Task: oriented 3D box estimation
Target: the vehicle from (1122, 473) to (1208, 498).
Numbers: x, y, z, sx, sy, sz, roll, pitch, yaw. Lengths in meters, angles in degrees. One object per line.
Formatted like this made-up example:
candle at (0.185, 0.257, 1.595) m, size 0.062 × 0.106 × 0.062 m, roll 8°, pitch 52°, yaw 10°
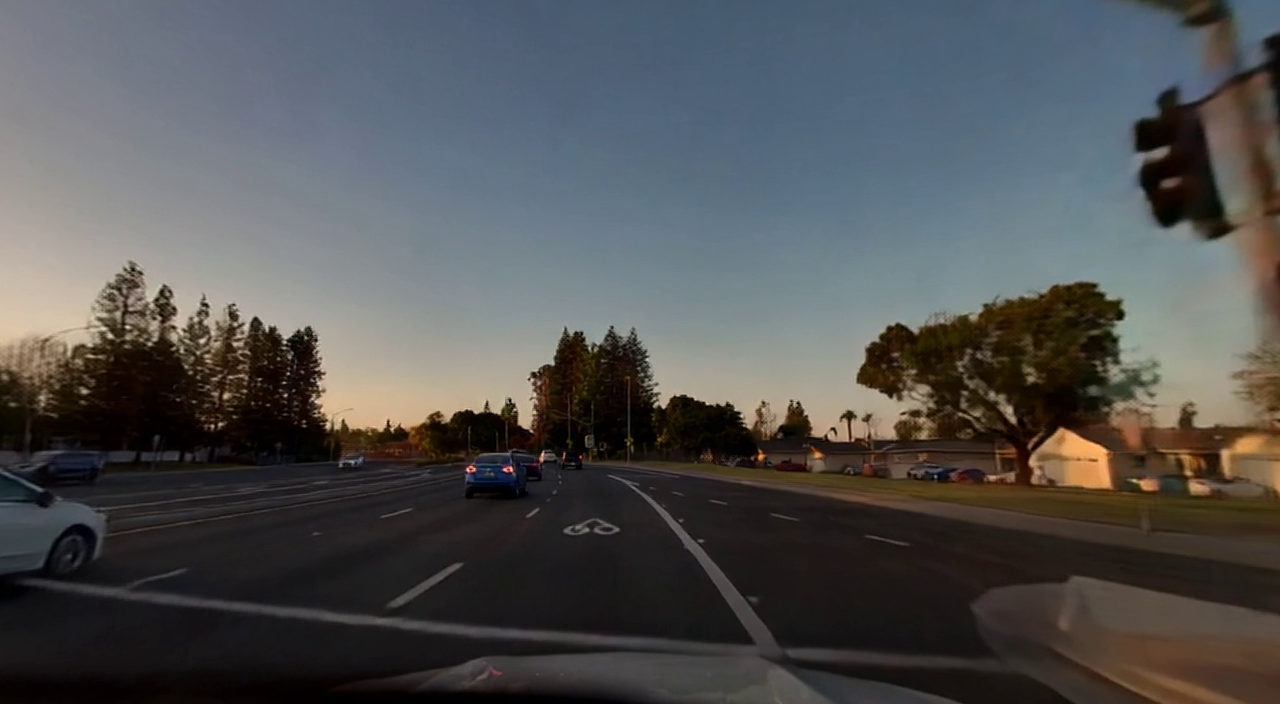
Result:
vehicle at (36.196, 9.184, 43.720) m, size 1.698 × 1.438 × 4.442 m, roll 1°, pitch -9°, yaw -8°

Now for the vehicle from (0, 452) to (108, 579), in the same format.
vehicle at (-8.298, 1.787, 6.615) m, size 1.889 × 1.429 × 4.029 m, roll 0°, pitch -9°, yaw 1°

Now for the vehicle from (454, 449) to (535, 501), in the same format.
vehicle at (-5.063, 4.328, 22.709) m, size 2.098 × 1.613 × 4.606 m, roll 0°, pitch -9°, yaw -4°

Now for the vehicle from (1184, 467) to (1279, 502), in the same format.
vehicle at (36.831, 8.085, 38.873) m, size 1.888 × 1.758 × 5.043 m, roll 1°, pitch -9°, yaw -5°
